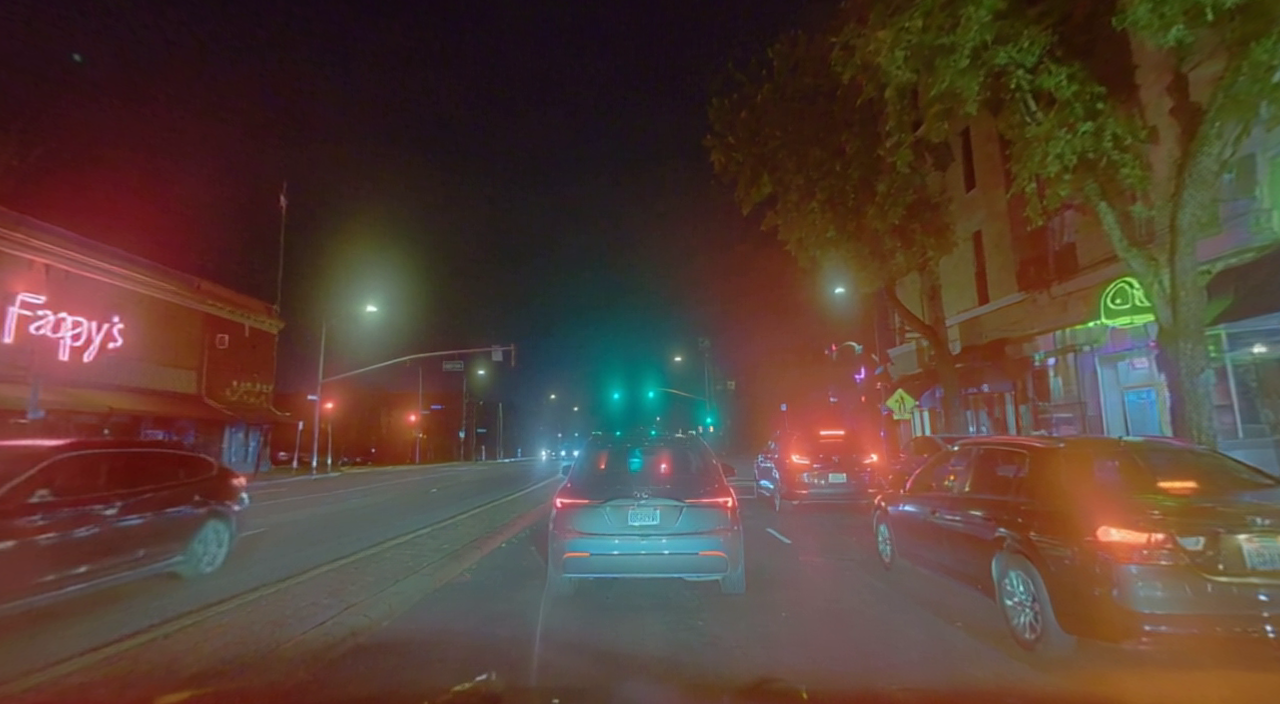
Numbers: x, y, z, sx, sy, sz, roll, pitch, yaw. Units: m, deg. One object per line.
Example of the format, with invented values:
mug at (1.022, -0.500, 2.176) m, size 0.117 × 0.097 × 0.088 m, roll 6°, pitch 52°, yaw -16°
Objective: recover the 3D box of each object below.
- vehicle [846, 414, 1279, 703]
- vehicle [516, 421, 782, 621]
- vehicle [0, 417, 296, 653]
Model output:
vehicle at (3.402, 1.370, 5.301) m, size 1.988 × 1.480 × 4.195 m, roll 0°, pitch -9°, yaw 1°
vehicle at (0.062, 1.548, 6.616) m, size 2.006 × 1.487 × 3.535 m, roll 0°, pitch -9°, yaw 0°
vehicle at (-5.181, 1.386, 5.315) m, size 1.898 × 1.542 × 4.689 m, roll 0°, pitch -9°, yaw 0°
